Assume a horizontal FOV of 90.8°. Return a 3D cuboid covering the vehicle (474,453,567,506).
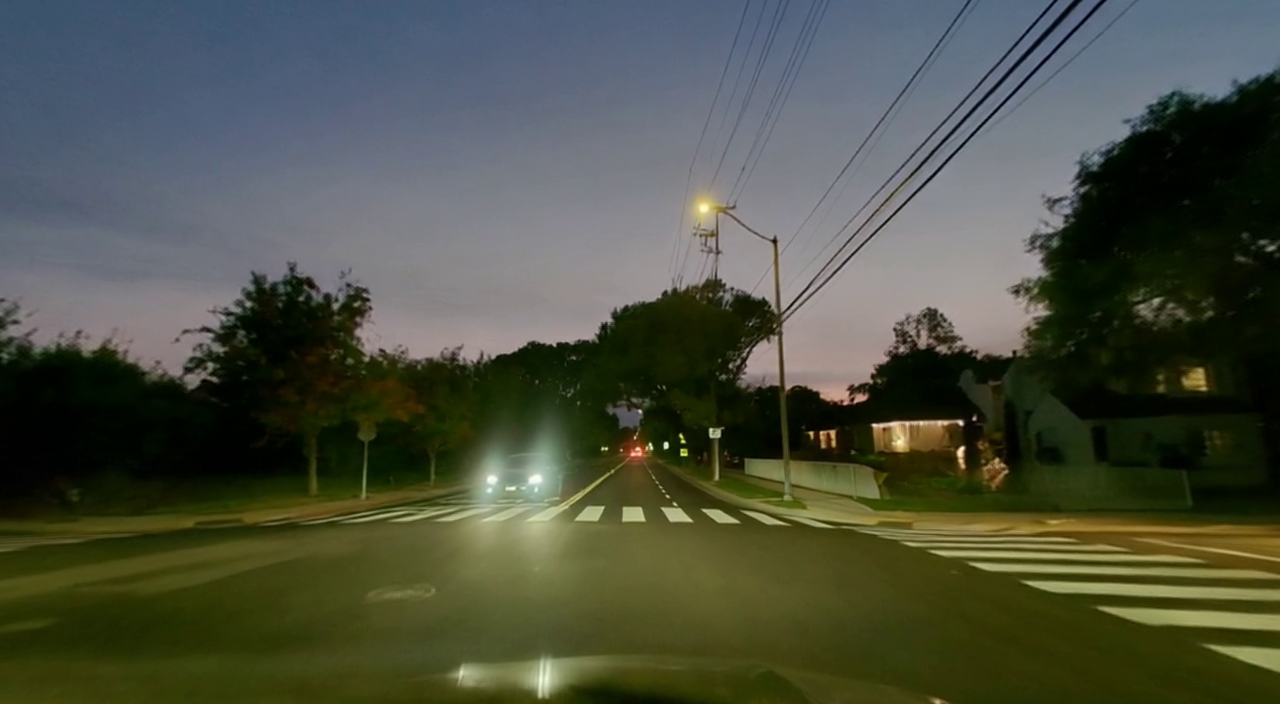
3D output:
[{"bbox_3d":[-3.639,3.958,20.074,2.102,1.463,4.024,0,-9,1],"label":"vehicle"}]
